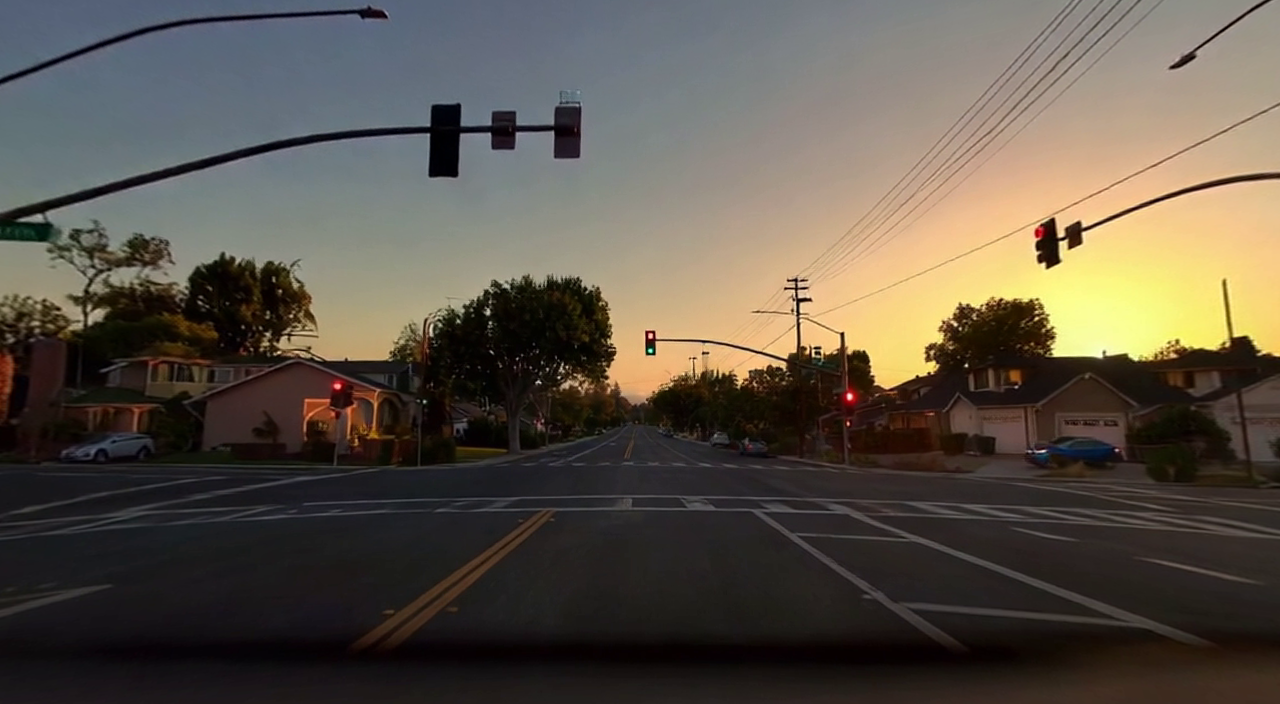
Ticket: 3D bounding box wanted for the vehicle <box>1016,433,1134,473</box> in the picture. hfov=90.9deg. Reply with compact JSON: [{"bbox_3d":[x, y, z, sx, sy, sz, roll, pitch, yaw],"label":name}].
[{"bbox_3d":[22.864,5.301,33.417,2.030,1.927,4.853,2,-9,-14],"label":"vehicle"}]
